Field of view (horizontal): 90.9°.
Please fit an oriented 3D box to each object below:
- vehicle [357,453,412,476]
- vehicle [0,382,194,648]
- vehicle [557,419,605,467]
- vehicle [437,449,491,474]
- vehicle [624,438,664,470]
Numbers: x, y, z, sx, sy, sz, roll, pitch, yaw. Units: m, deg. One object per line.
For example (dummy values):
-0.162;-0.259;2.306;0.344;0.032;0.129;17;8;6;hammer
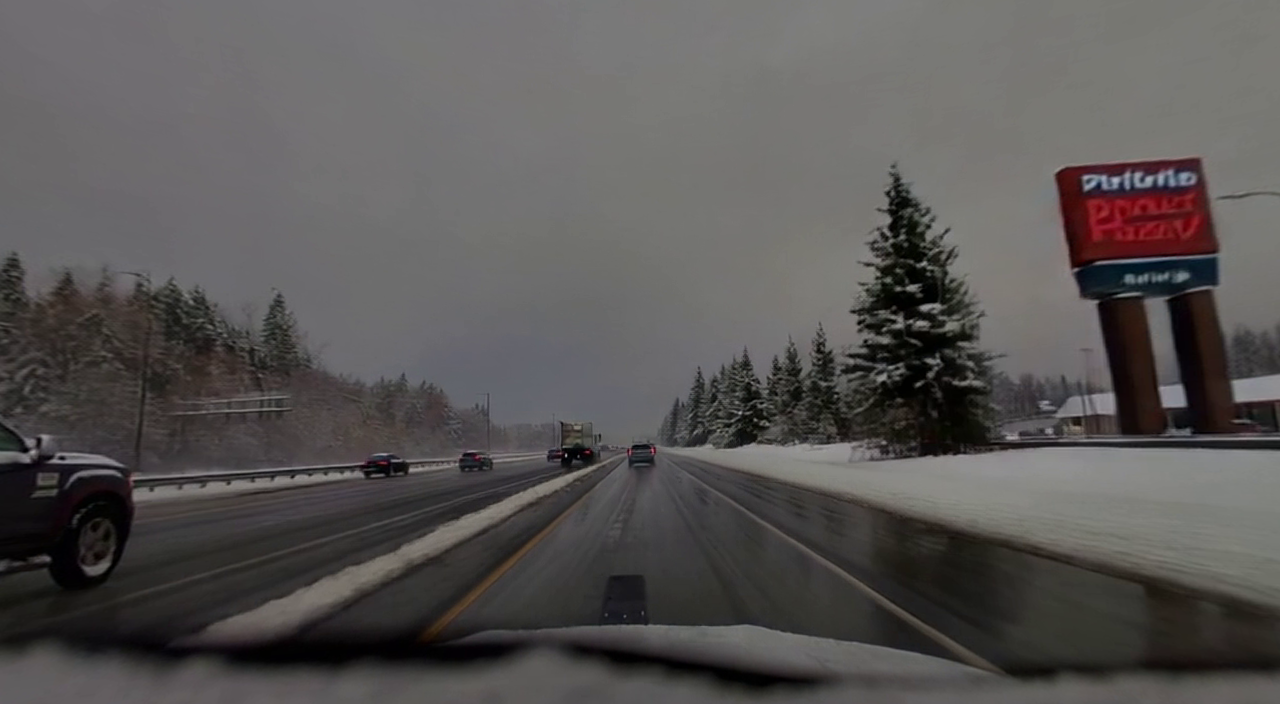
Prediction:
-18.422;8.123;45.699;1.899;1.478;4.640;-1;-8;3;vehicle
-5.485;1.028;3.725;2.200;1.793;4.586;-1;-8;2;vehicle
-4.473;7.204;49.830;2.796;3.426;8.553;-1;-8;1;vehicle
-11.264;6.997;40.671;1.928;1.480;4.823;-1;-8;2;vehicle
0.223;6.057;37.641;2.227;1.794;4.646;0;-8;1;vehicle
